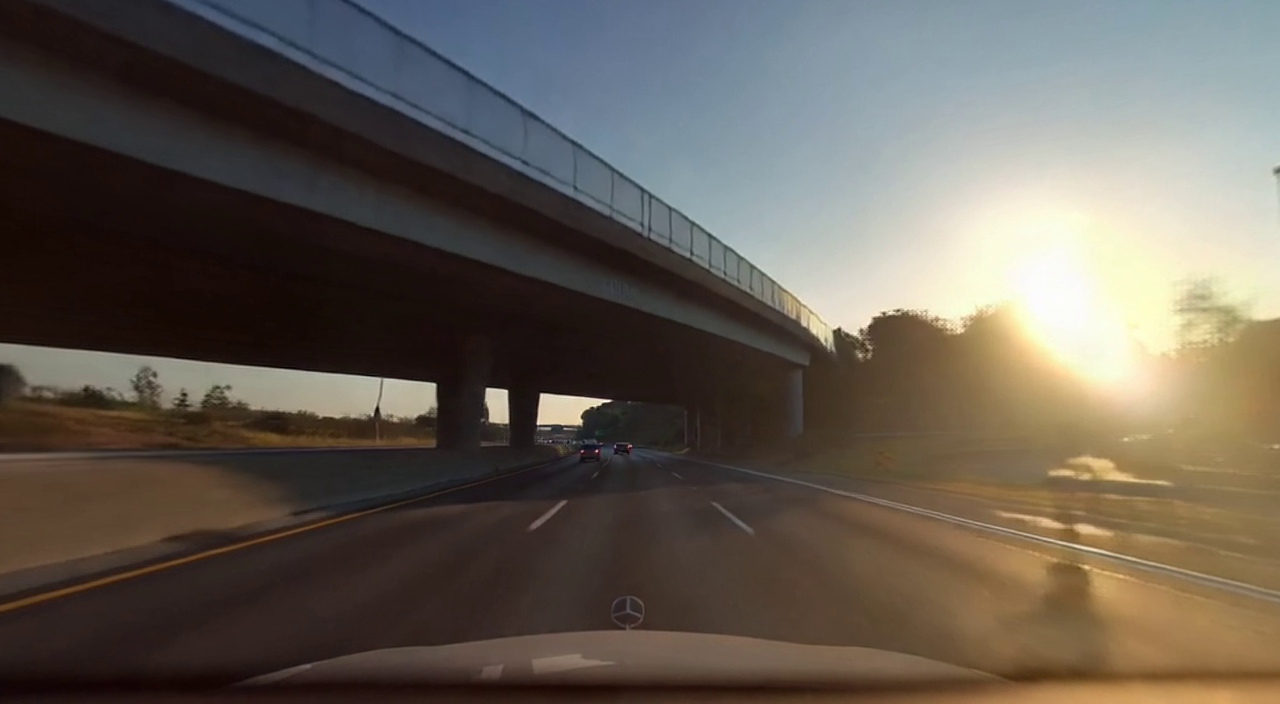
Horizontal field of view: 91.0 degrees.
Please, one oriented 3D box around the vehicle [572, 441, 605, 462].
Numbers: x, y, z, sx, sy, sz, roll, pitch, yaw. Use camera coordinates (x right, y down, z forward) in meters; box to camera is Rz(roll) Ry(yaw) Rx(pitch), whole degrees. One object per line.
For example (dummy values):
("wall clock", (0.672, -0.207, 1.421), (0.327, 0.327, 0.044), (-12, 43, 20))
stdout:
("vehicle", (-3.997, 7.811, 49.534), (2.160, 1.608, 5.012), (0, -8, 0))
